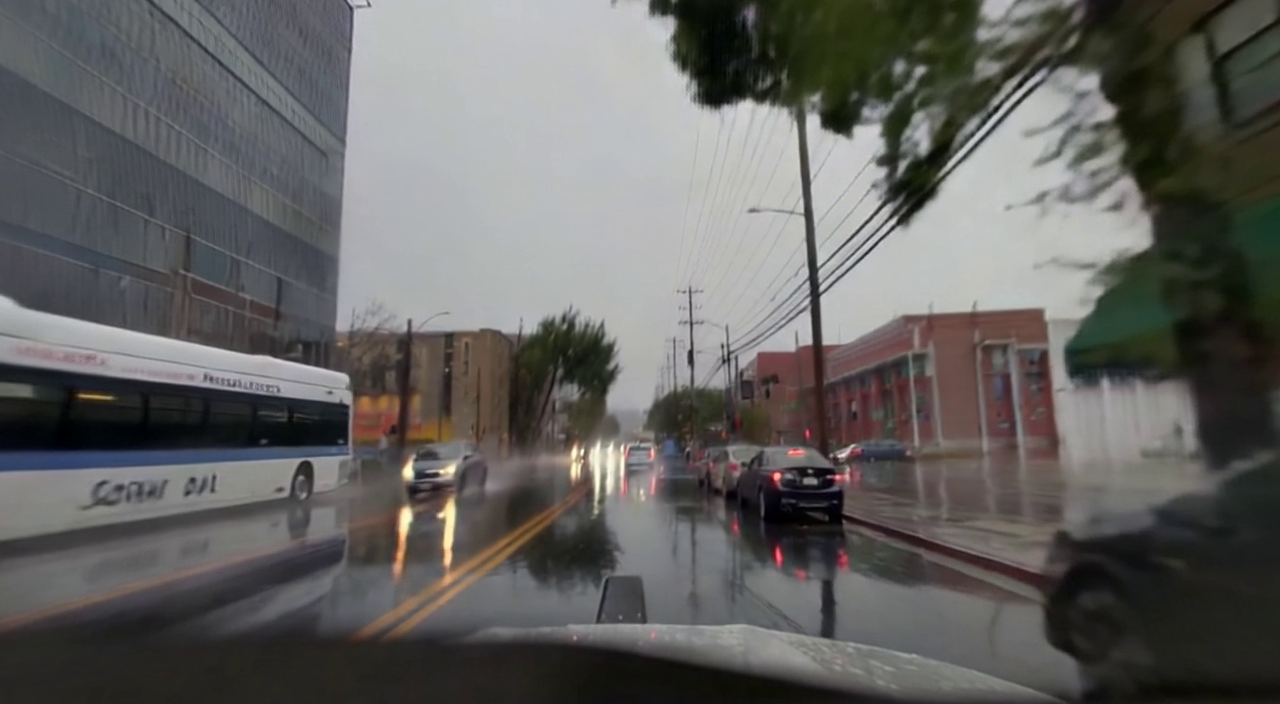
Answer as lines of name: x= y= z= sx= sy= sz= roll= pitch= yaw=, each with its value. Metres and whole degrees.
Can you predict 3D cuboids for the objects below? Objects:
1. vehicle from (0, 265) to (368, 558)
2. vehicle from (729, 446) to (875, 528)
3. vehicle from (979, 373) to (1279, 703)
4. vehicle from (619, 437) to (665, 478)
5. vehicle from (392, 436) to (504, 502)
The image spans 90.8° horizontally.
vehicle: x=-9.416 y=1.320 z=11.302 sx=3.022 sy=3.627 sz=13.129 roll=-1 pitch=-9 yaw=1
vehicle: x=3.299 y=2.835 z=13.902 sx=2.018 sy=1.474 sz=4.524 roll=0 pitch=-9 yaw=0
vehicle: x=3.237 y=0.874 z=2.124 sx=1.878 sy=1.621 sz=4.135 roll=0 pitch=-9 yaw=0
vehicle: x=0.141 y=5.269 z=31.609 sx=2.127 sy=1.893 sz=4.194 roll=0 pitch=-9 yaw=1
vehicle: x=-5.593 y=3.457 z=19.058 sx=2.050 sy=1.763 sz=4.119 roll=0 pitch=-9 yaw=0
